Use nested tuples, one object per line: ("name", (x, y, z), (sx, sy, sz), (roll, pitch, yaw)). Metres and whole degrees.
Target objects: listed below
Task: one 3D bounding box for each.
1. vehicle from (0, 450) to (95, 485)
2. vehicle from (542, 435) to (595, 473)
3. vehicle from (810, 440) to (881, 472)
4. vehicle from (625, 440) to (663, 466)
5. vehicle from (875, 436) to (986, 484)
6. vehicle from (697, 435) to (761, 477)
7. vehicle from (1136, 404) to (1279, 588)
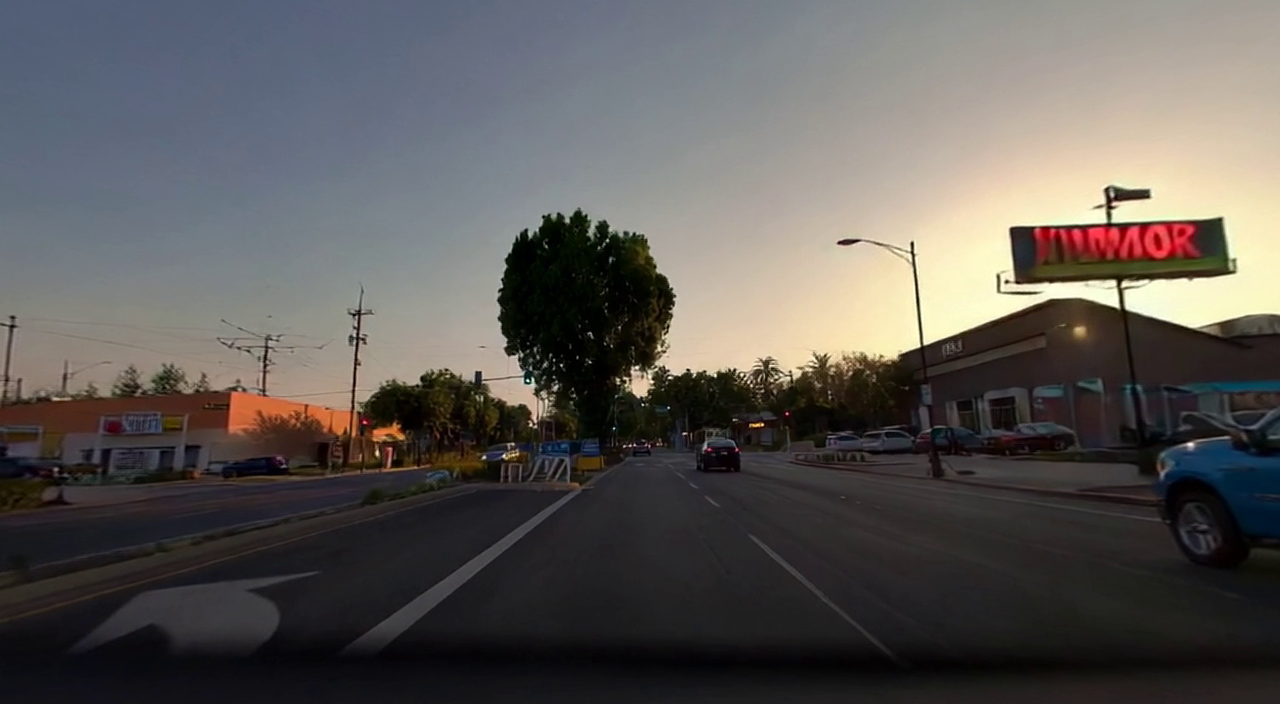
("vehicle", (-35.675, 6.735, 37.054), (5.329, 1.893, 2.122), (8, -12, -42))
("vehicle", (-3.440, 5.043, 31.364), (2.117, 1.751, 4.478), (0, -9, 0))
("vehicle", (10.485, 5.341, 32.655), (1.957, 1.500, 4.816), (0, -9, -1))
("vehicle", (0.227, 6.274, 39.384), (2.258, 1.468, 4.076), (0, -9, -1))
("vehicle", (10.518, 3.950, 23.314), (1.965, 1.573, 4.308), (0, -9, -1))
("vehicle", (3.507, 4.222, 25.744), (1.889, 1.541, 4.303), (0, -9, -2))
("vehicle", (6.710, 1.091, 4.389), (2.140, 1.606, 5.437), (0, -9, 0))
